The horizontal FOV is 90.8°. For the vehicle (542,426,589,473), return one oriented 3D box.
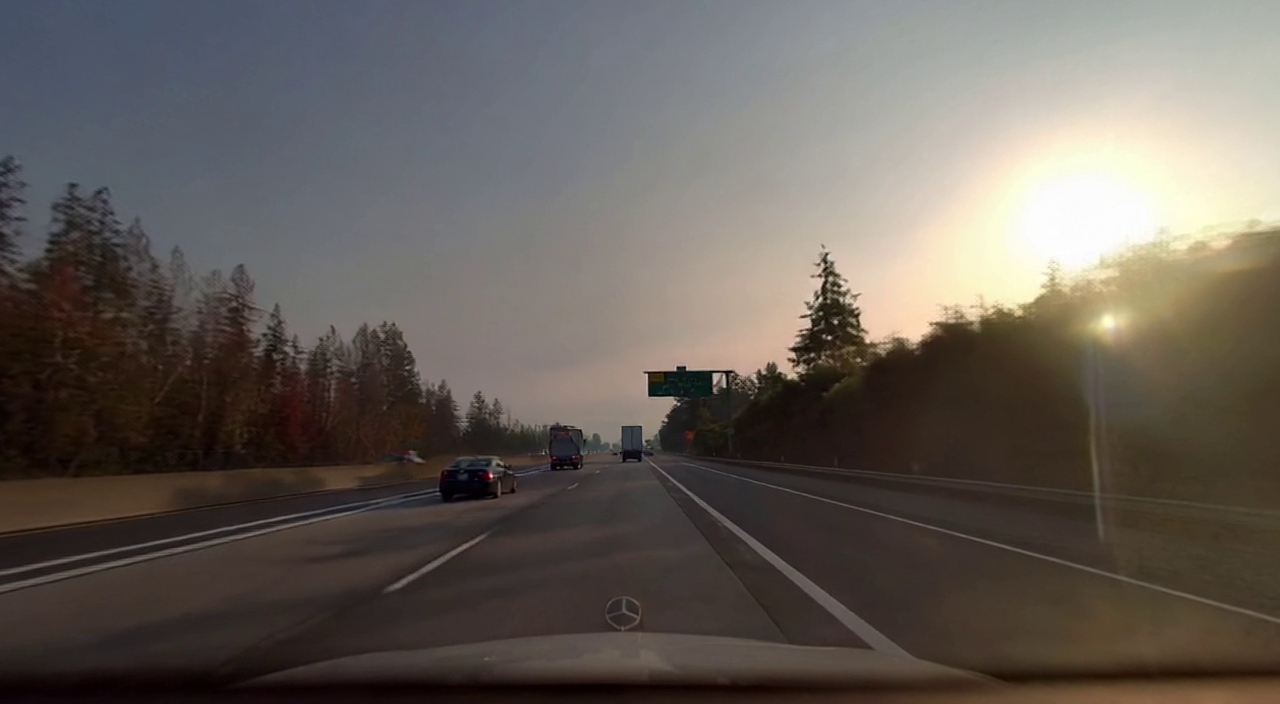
[{"bbox_3d":[-4.775,6.444,41.485,2.368,2.813,6.329,0,-9,0],"label":"vehicle"}]

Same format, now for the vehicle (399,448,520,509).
[{"bbox_3d":[-4.820,3.446,17.652,1.979,1.459,4.643,0,-9,0],"label":"vehicle"}]

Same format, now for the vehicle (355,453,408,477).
[{"bbox_3d":[-17.883,7.809,43.839,1.865,1.509,4.237,0,-9,0],"label":"vehicle"}]
